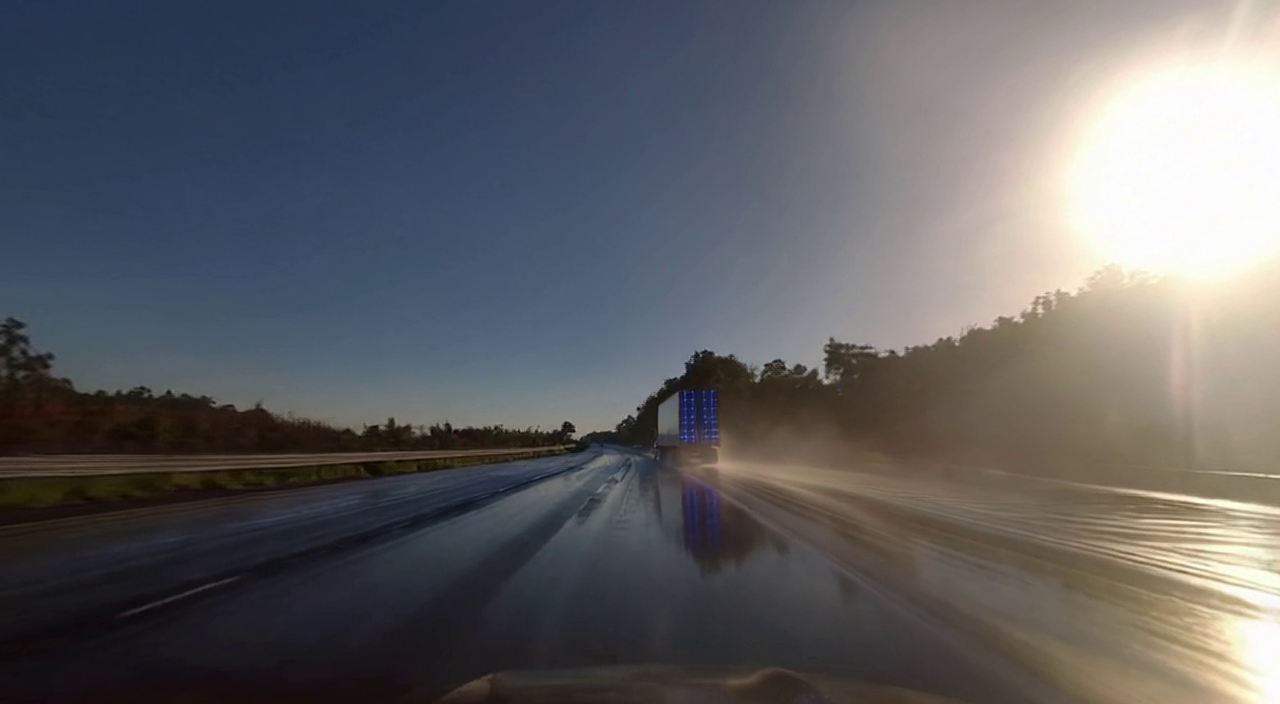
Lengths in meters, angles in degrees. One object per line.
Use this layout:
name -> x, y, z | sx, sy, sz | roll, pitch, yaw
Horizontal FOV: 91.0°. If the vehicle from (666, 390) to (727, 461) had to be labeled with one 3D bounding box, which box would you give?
vehicle -> 3.990, 5.801, 48.227 | 3.615, 4.578, 13.539 | 0, -8, 1
